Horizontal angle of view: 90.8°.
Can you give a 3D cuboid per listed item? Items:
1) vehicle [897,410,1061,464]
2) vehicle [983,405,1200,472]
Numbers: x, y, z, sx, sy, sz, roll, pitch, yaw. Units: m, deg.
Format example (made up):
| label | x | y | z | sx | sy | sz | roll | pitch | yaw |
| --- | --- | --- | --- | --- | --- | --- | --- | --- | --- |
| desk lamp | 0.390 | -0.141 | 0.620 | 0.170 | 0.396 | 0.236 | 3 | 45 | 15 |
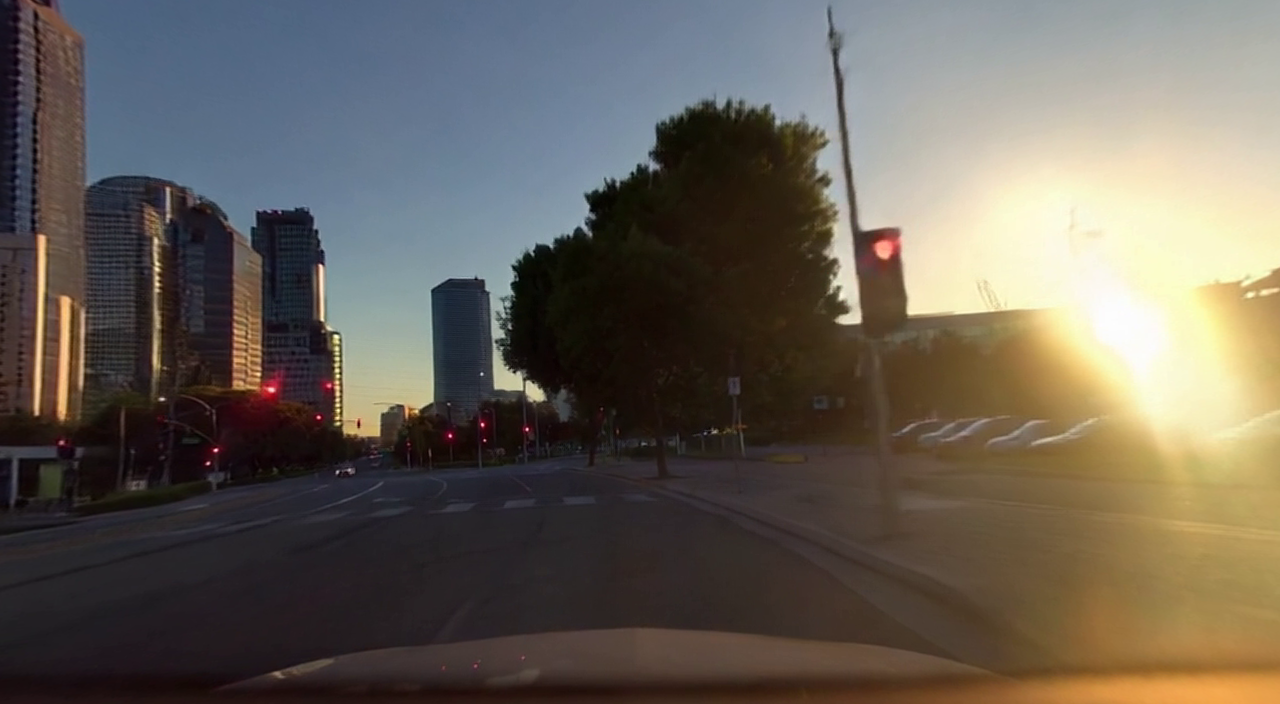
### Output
| label | x | y | z | sx | sy | sz | roll | pitch | yaw |
| --- | --- | --- | --- | --- | --- | --- | --- | --- | --- |
| vehicle | 11.309 | 2.886 | 21.247 | 4.441 | 1.654 | 2.044 | 2 | -9 | -9 |
| vehicle | 11.727 | 2.300 | 16.574 | 4.400 | 1.584 | 1.964 | 2 | -9 | -9 |
